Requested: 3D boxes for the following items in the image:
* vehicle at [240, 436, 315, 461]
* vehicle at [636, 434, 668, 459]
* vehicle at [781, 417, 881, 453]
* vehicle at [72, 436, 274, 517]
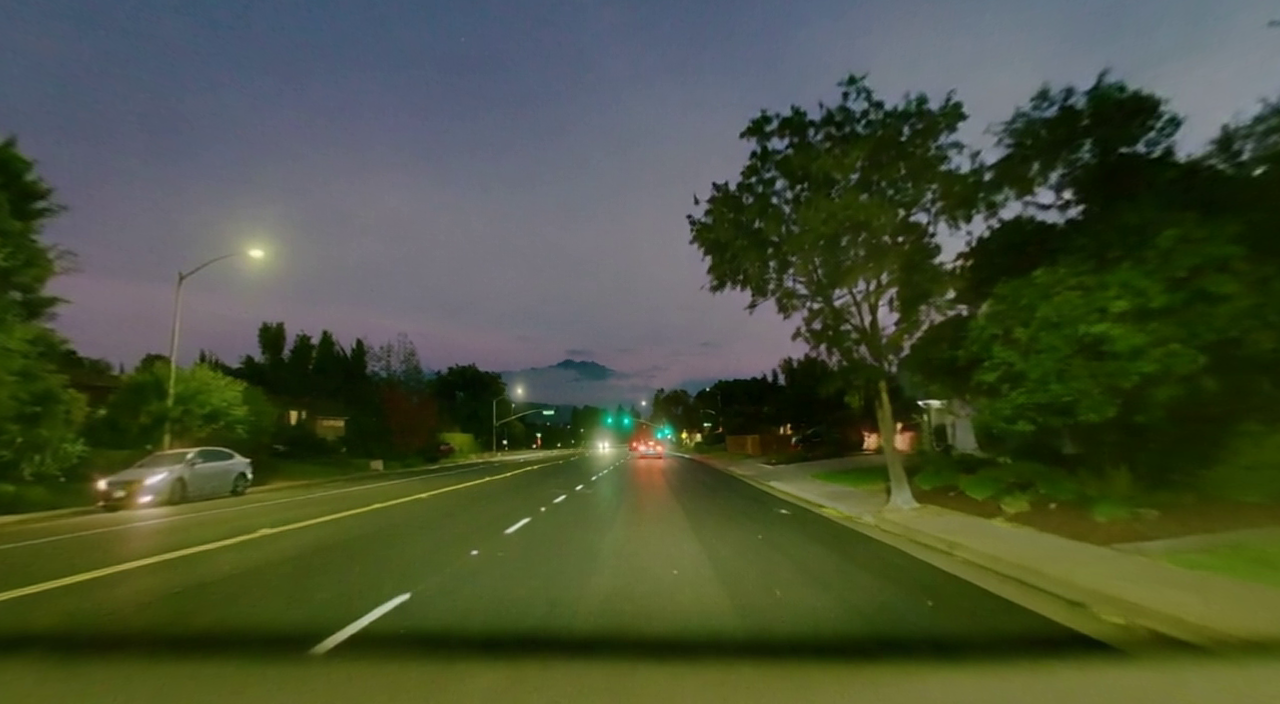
[{"bbox_3d":[-28.209,7.469,49.070,5.100,1.864,2.490,-4,-9,25],"label":"vehicle"},{"bbox_3d":[0.838,6.473,43.223,2.088,1.607,3.903,0,-8,2],"label":"vehicle"},{"bbox_3d":[10.450,4.597,34.754,4.746,1.485,1.916,-5,-8,0],"label":"vehicle"},{"bbox_3d":[-14.090,3.698,19.600,2.337,1.850,5.448,-4,-6,-2],"label":"vehicle"}]
